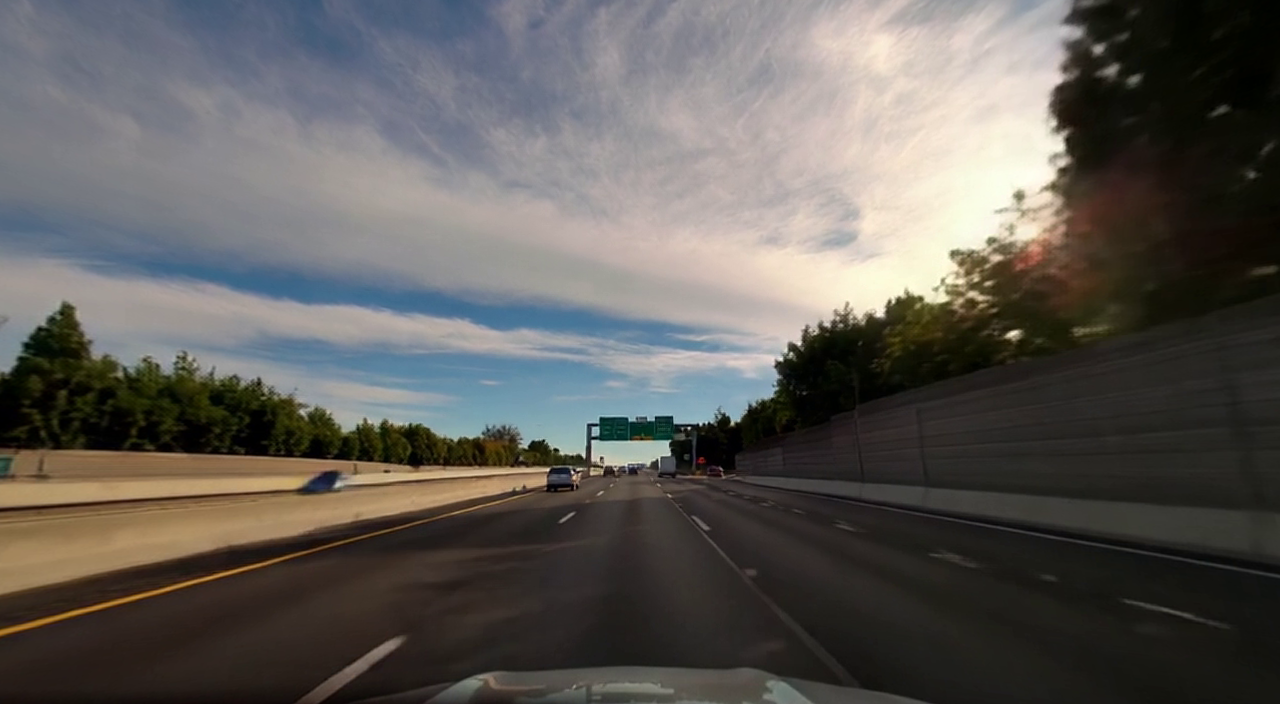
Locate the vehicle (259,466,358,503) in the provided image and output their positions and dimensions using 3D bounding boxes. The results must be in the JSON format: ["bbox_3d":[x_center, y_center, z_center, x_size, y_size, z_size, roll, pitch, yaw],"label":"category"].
[{"bbox_3d":[-14.664,5.874,28.203,1.961,1.478,4.534,1,-10,0],"label":"vehicle"}]

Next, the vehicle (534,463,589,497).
[{"bbox_3d":[-3.769,6.232,30.938,2.045,1.487,4.582,1,-10,1],"label":"vehicle"}]
